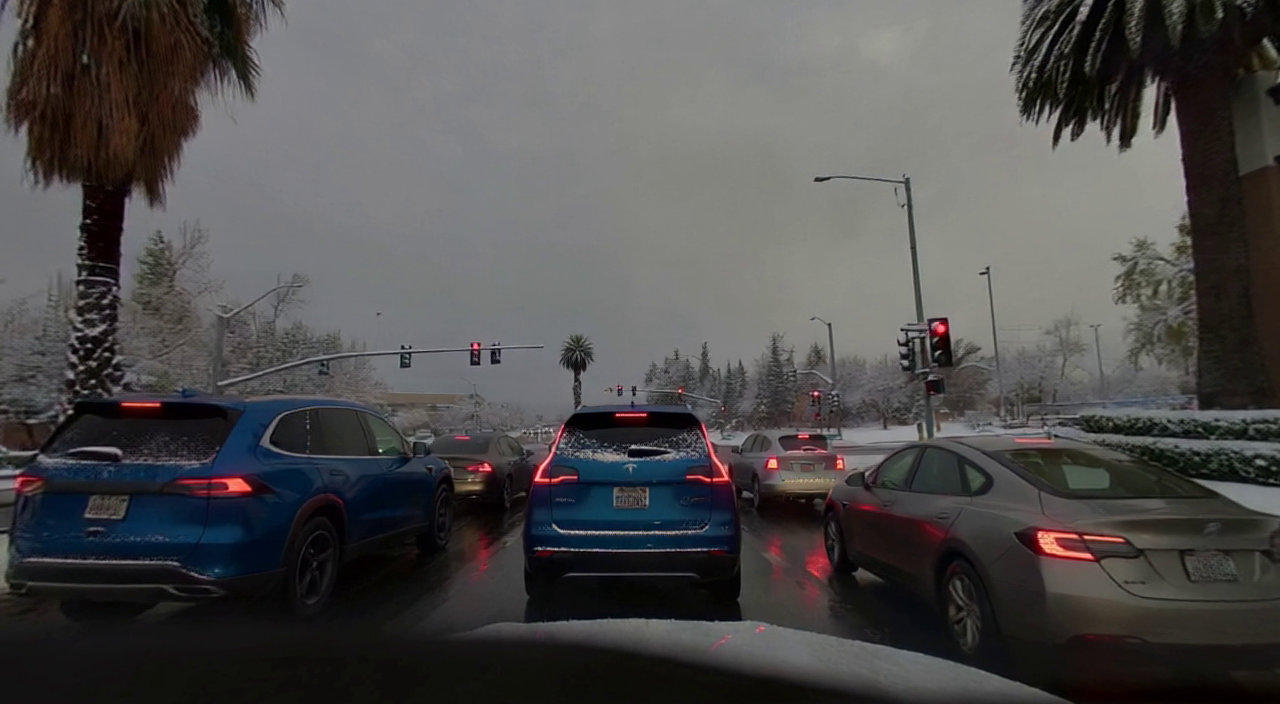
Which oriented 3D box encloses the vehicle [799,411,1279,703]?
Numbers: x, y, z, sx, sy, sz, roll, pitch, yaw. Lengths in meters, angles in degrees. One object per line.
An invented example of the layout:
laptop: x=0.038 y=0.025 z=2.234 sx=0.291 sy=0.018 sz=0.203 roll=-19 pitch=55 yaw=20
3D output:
vehicle: x=2.965 y=1.368 z=5.256 sx=2.017 sy=1.491 sz=4.611 roll=0 pitch=-8 yaw=-1

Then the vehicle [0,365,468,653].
vehicle: x=-3.350 y=1.276 z=6.122 sx=2.014 sy=1.755 sz=4.360 roll=0 pitch=-8 yaw=1

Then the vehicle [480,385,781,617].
vehicle: x=-0.132 y=1.454 z=7.056 sx=2.280 sy=1.747 sz=4.361 roll=0 pitch=-8 yaw=-2
